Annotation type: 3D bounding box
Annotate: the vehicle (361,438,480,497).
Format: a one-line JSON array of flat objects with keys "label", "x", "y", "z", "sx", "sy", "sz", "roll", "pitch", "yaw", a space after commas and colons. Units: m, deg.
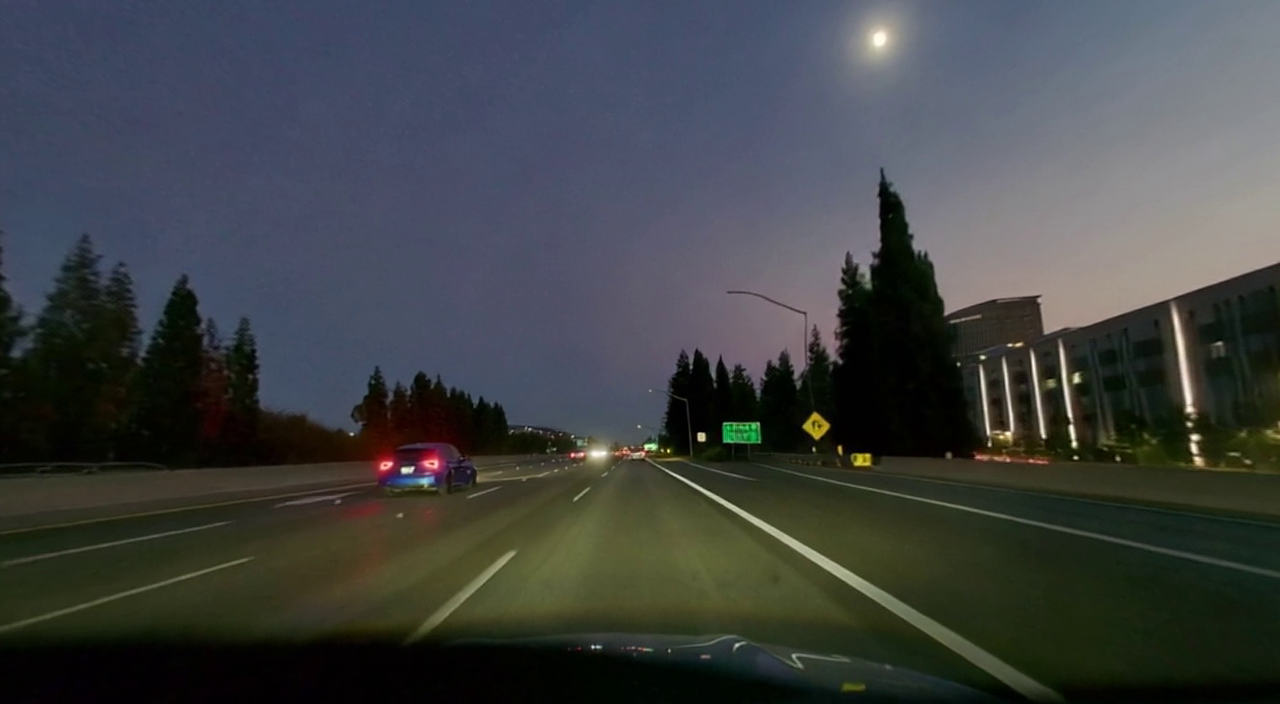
[{"label": "vehicle", "x": -6.693, "y": 3.572, "z": 19.948, "sx": 2.016, "sy": 1.606, "sz": 4.806, "roll": 0, "pitch": -9, "yaw": 0}]
